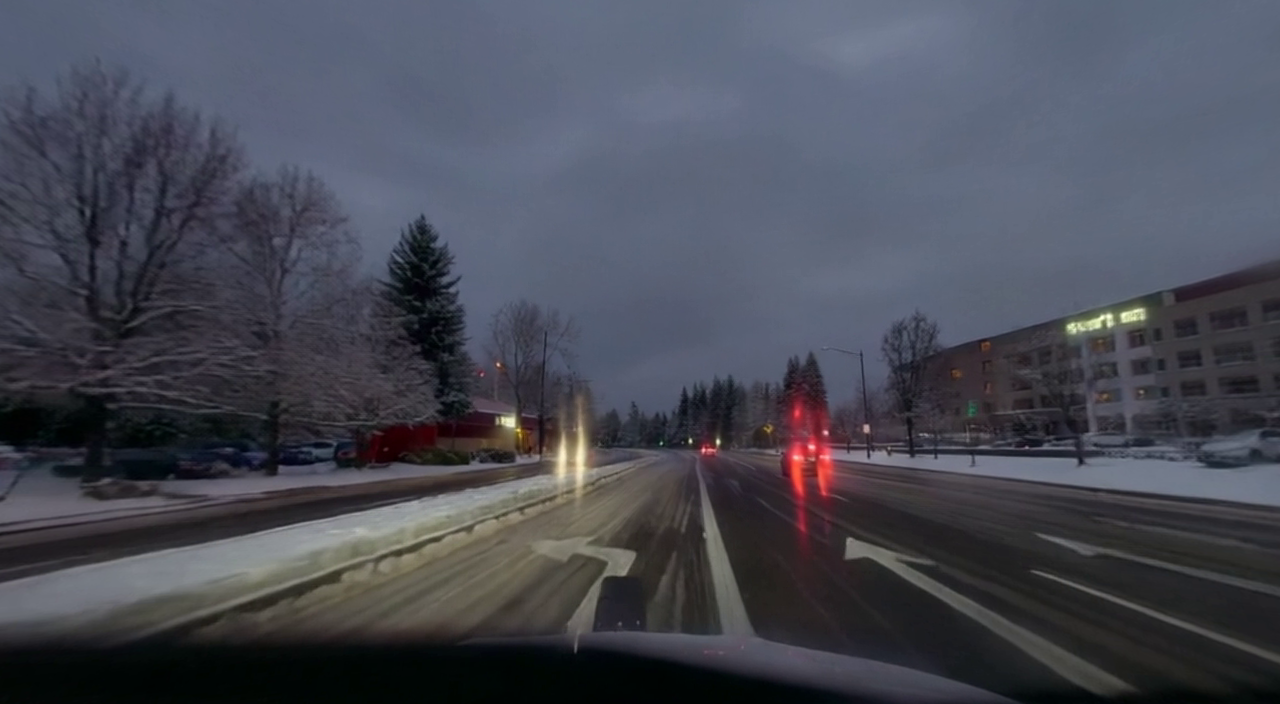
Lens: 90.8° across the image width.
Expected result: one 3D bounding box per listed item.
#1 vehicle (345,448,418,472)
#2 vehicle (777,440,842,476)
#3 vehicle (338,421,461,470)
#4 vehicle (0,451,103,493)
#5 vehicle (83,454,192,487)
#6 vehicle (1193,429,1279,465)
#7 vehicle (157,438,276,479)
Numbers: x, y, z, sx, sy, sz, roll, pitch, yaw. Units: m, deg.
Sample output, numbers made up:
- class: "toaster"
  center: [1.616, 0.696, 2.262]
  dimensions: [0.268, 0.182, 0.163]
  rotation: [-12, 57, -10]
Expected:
- class: "vehicle"
  center: [-17.481, 7.325, 42.838]
  dimensions: [4.259, 1.396, 1.815]
  rotation: [-4, -8, 8]
- class: "vehicle"
  center: [8.275, 5.188, 31.241]
  dimensions: [2.181, 1.639, 4.127]
  rotation: [-1, -8, 3]
- class: "vehicle"
  center: [-18.340, 7.197, 48.505]
  dimensions: [8.324, 3.550, 2.670]
  rotation: [-1, -9, 3]
- class: "vehicle"
  center: [-29.761, 5.877, 31.379]
  dimensions: [1.921, 1.778, 4.622]
  rotation: [0, -8, 2]
- class: "vehicle"
  center: [-24.773, 5.823, 31.368]
  dimensions: [1.786, 1.429, 4.101]
  rotation: [-1, -8, 5]
- class: "vehicle"
  center: [25.555, 3.885, 25.996]
  dimensions: [3.881, 1.410, 1.702]
  rotation: [-1, -8, 2]
- class: "vehicle"
  center: [-25.377, 6.402, 38.023]
  dimensions: [5.472, 2.114, 2.482]
  rotation: [-3, -9, 4]
